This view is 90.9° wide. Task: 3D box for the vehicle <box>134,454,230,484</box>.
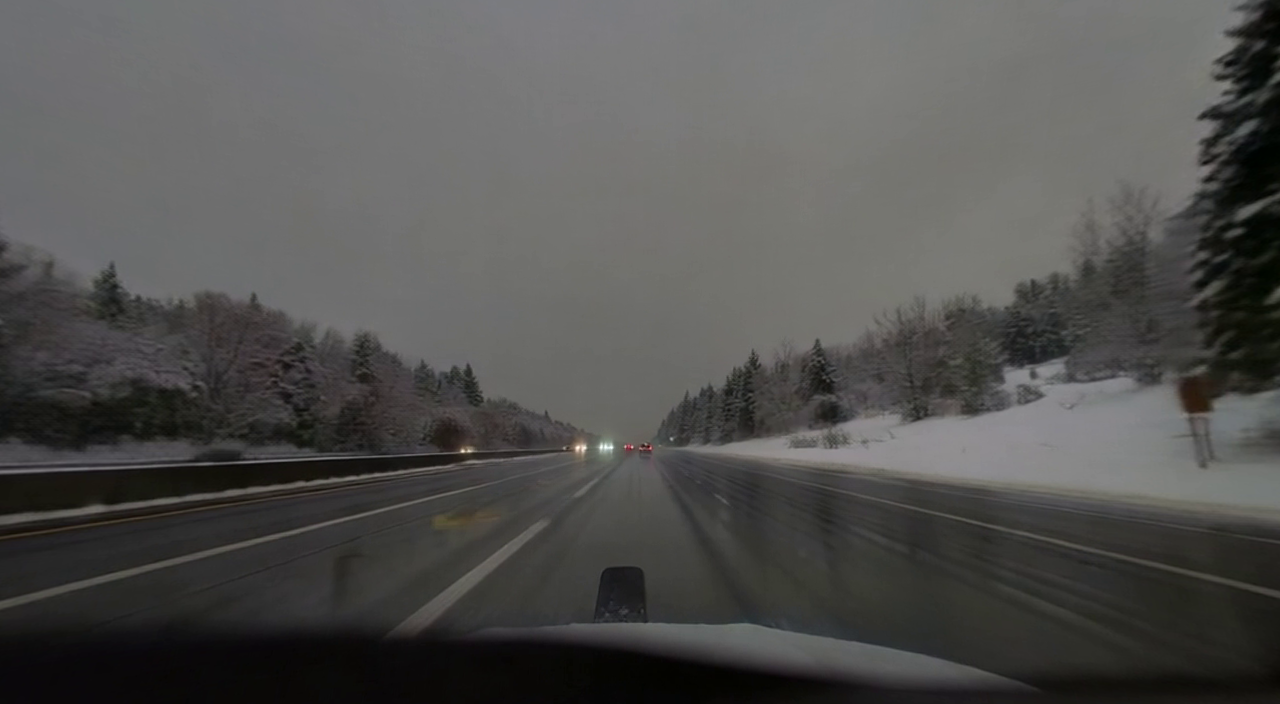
[{"bbox_3d":[-24.394,6.211,33.817,1.803,1.449,4.423,0,-9,1],"label":"vehicle"}]
